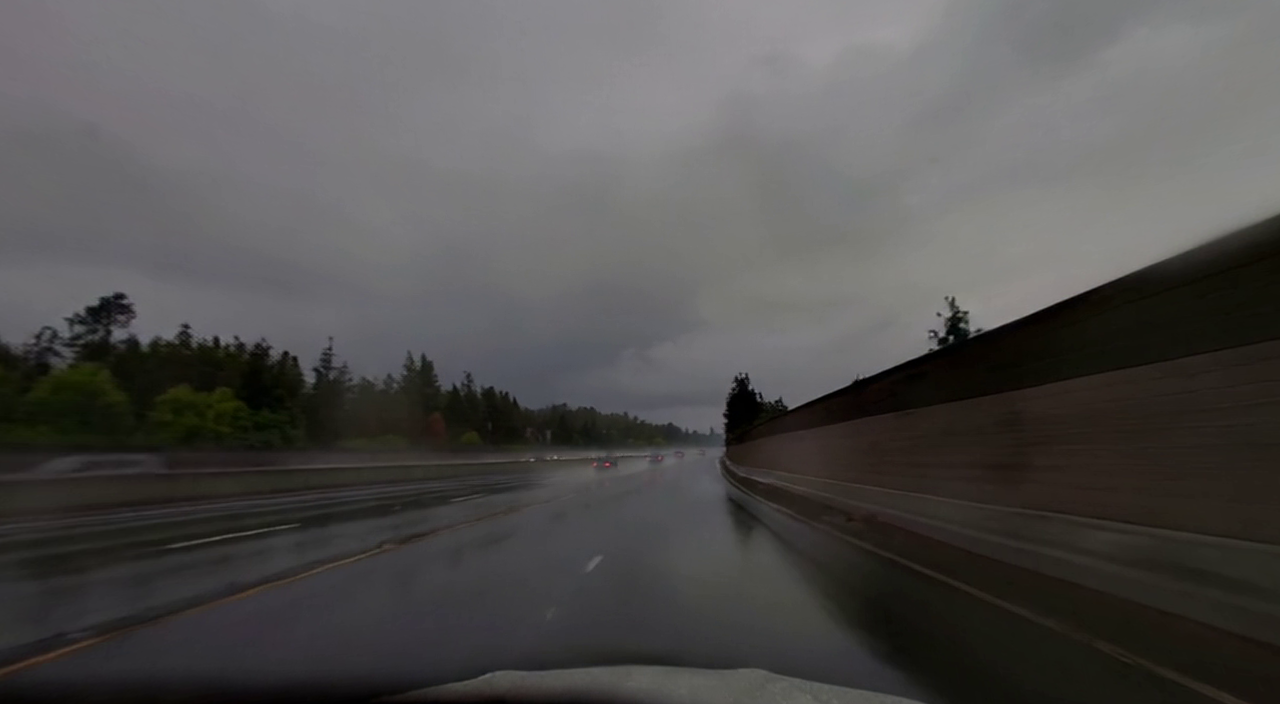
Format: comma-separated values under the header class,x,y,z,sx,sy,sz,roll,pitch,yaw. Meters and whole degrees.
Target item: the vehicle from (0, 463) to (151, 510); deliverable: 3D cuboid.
class,x,y,z,sx,sy,sz,roll,pitch,yaw
vehicle,-18.832,4.276,20.415,1.793,1.238,4.760,-2,-9,7
